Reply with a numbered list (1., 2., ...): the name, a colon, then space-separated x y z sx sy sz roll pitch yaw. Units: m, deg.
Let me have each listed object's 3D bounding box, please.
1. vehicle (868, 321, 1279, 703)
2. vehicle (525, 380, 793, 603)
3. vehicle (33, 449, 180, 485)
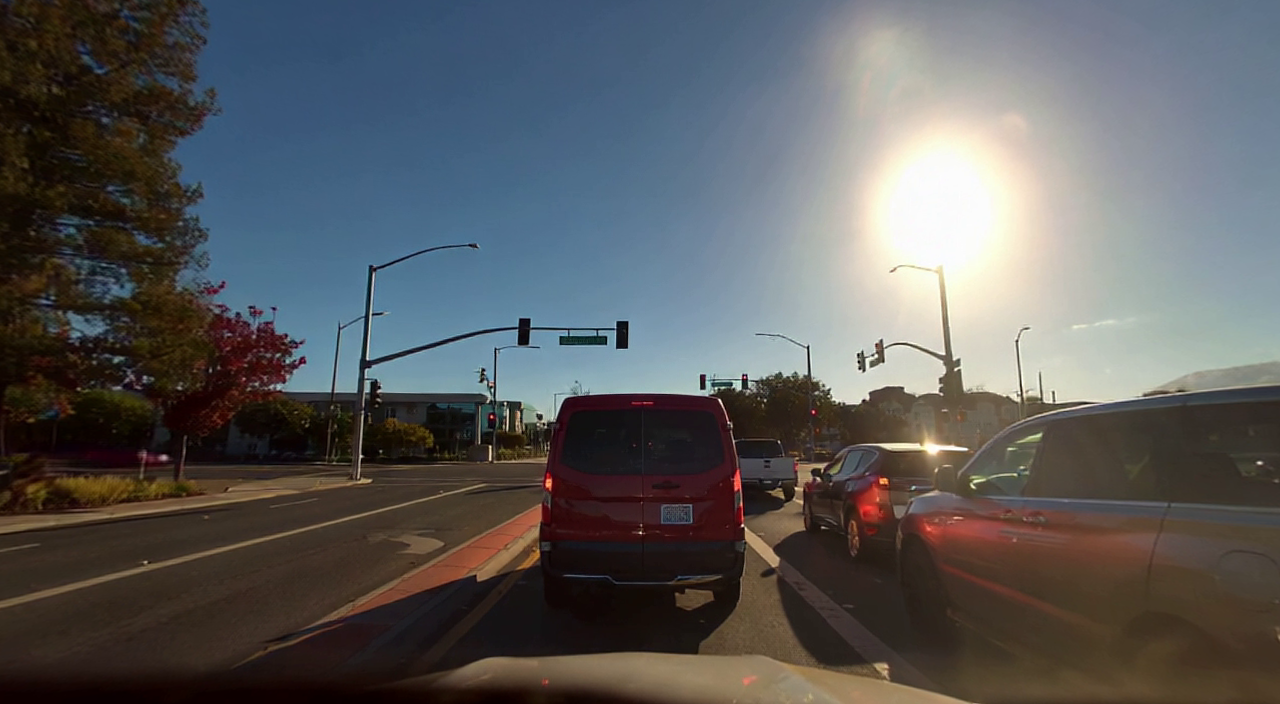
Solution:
1. vehicle: 2.899 0.947 3.187 1.971 1.663 4.287 0 -8 2
2. vehicle: 0.166 1.465 7.433 2.185 1.822 4.391 0 -8 0
3. vehicle: -24.204 5.209 28.779 4.789 1.514 1.866 1 -8 -6
